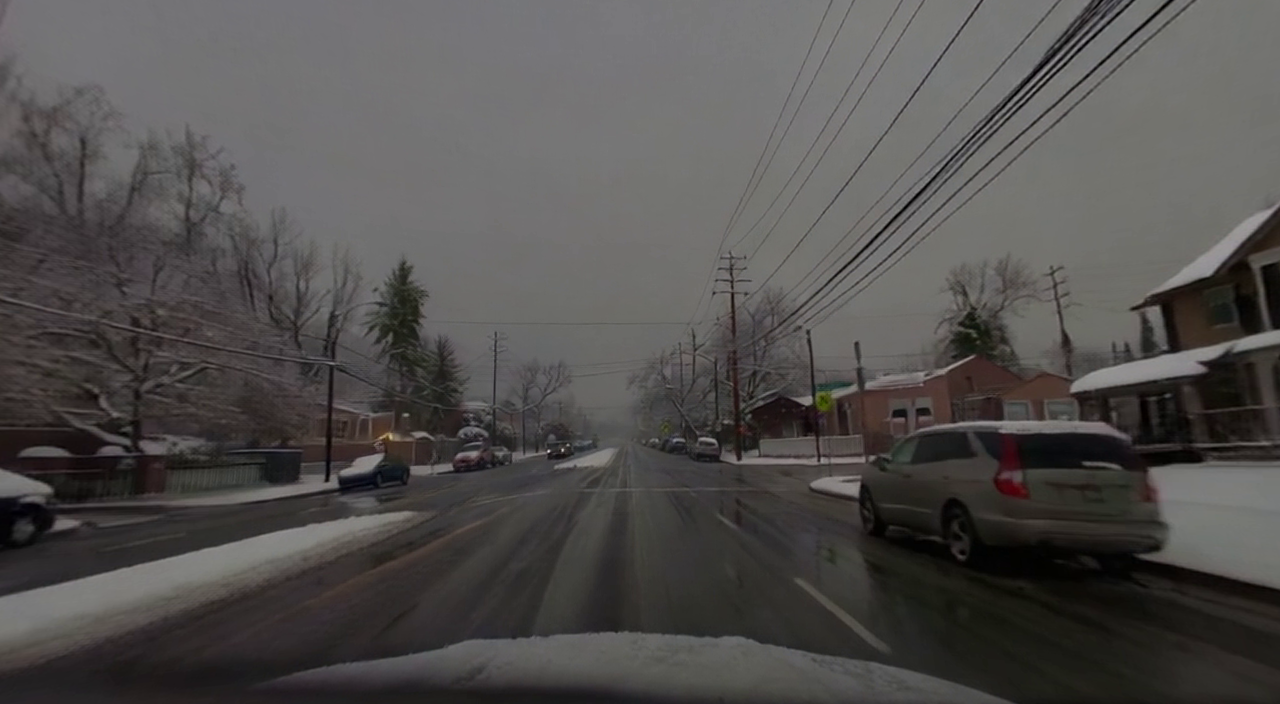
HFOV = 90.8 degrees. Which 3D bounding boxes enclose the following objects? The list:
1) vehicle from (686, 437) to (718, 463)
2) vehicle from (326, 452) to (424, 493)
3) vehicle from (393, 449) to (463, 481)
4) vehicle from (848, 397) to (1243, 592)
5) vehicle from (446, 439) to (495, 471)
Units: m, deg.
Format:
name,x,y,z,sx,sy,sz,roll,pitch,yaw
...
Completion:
name,x,y,z,sx,sy,sz,roll,pitch,yaw
vehicle,4.293,6.844,44.277,1.867,1.680,4.176,0,-8,0
vehicle,-11.166,5.073,27.050,1.970,1.523,4.702,-1,-8,2
vehicle,-11.129,5.937,33.554,2.082,1.540,4.654,0,-8,0
vehicle,4.518,1.647,8.116,2.126,1.802,4.259,0,-8,-2
vehicle,-11.223,6.850,42.278,2.056,1.980,4.763,0,-8,-1
